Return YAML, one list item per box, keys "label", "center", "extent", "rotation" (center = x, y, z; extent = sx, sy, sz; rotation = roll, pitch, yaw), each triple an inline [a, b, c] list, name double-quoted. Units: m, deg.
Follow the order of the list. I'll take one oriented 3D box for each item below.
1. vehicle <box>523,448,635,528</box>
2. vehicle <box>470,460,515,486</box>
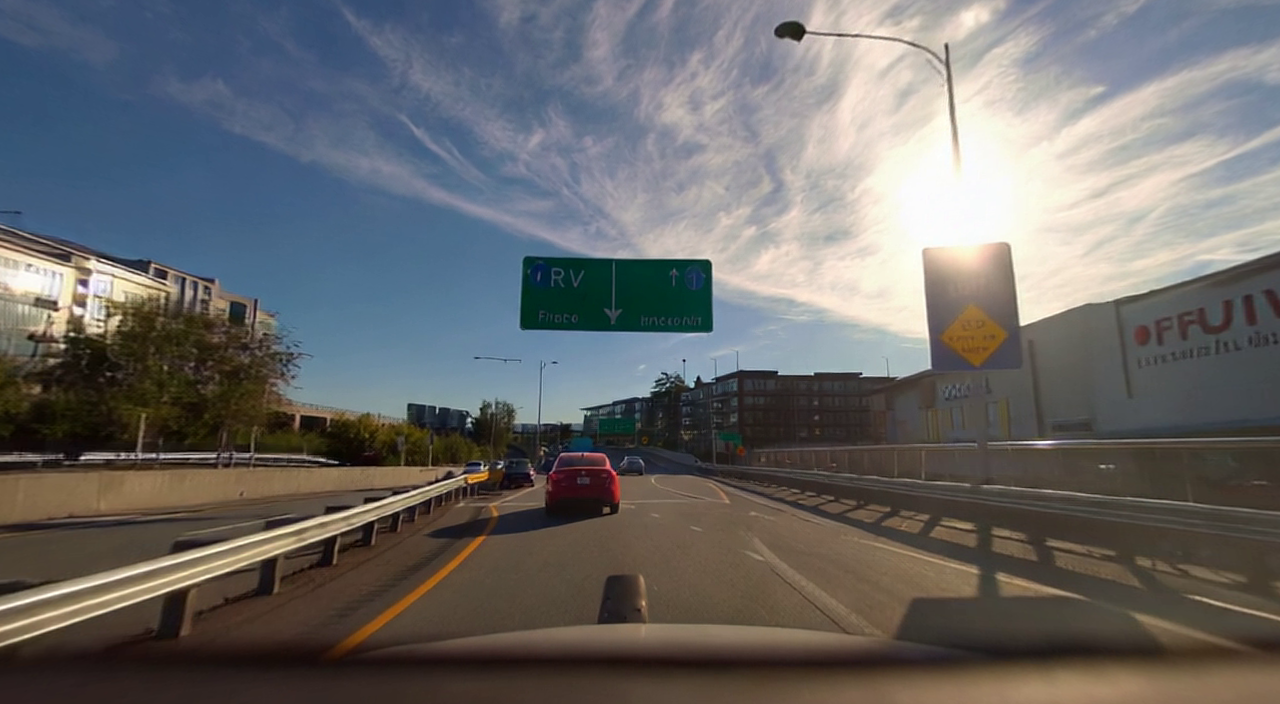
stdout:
- label: "vehicle"
  center: [-1.349, 2.812, 13.643]
  extent: [2.063, 1.442, 3.933]
  rotation: [1, -9, -7]
- label: "vehicle"
  center: [-9.818, 8.057, 42.116]
  extent: [1.854, 1.472, 3.728]
  rotation: [-2, -8, 4]
